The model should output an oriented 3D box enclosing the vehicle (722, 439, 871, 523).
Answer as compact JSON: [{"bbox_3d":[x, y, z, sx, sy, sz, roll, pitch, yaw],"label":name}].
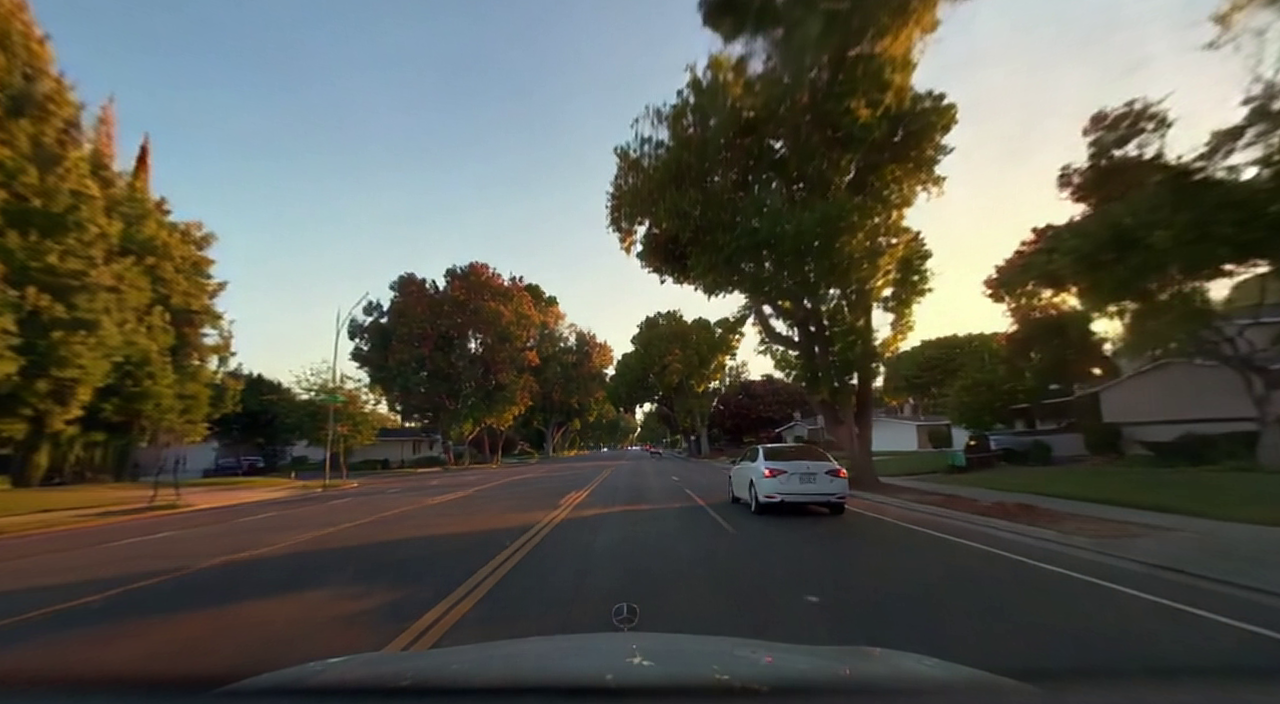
[{"bbox_3d":[3.115,2.661,13.603,2.057,1.493,4.225,0,-9,-1],"label":"vehicle"}]

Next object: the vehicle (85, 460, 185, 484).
[{"bbox_3d":[-31.768,7.546,39.840,4.684,1.435,1.893,0,-9,2],"label":"vehicle"}]

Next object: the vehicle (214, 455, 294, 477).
[{"bbox_3d":[-29.462,8.720,48.283,4.917,1.598,1.937,-1,-9,4],"label":"vehicle"}]
